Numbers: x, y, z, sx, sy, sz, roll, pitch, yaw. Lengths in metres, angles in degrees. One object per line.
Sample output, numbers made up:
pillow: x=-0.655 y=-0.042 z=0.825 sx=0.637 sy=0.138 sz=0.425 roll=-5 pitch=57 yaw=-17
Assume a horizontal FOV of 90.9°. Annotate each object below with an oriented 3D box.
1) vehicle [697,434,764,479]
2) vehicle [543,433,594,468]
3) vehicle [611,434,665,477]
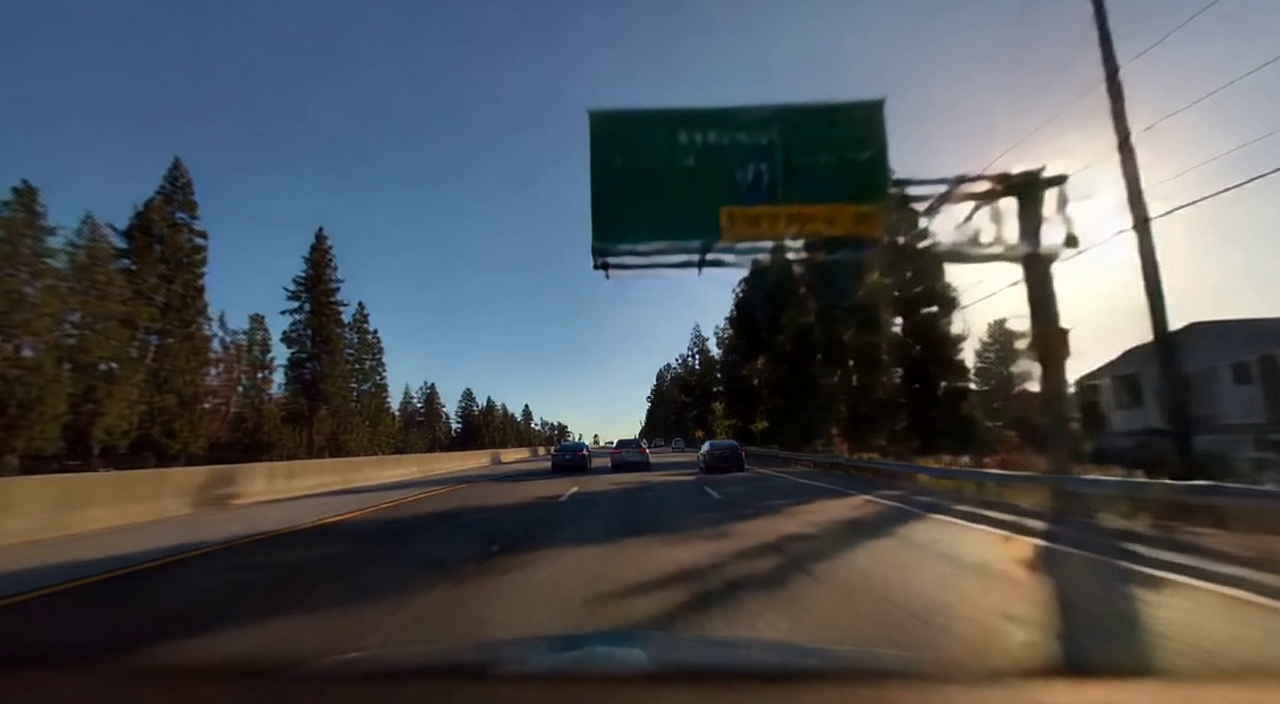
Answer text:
vehicle: x=3.448 y=4.047 z=24.694 sx=1.996 sy=1.579 sz=3.841 roll=0 pitch=-8 yaw=-1
vehicle: x=-3.857 y=5.430 z=34.904 sx=2.217 sy=1.773 sz=4.553 roll=0 pitch=-8 yaw=1
vehicle: x=-0.059 y=4.230 z=26.120 sx=2.049 sy=1.620 sz=4.153 roll=0 pitch=-8 yaw=1
